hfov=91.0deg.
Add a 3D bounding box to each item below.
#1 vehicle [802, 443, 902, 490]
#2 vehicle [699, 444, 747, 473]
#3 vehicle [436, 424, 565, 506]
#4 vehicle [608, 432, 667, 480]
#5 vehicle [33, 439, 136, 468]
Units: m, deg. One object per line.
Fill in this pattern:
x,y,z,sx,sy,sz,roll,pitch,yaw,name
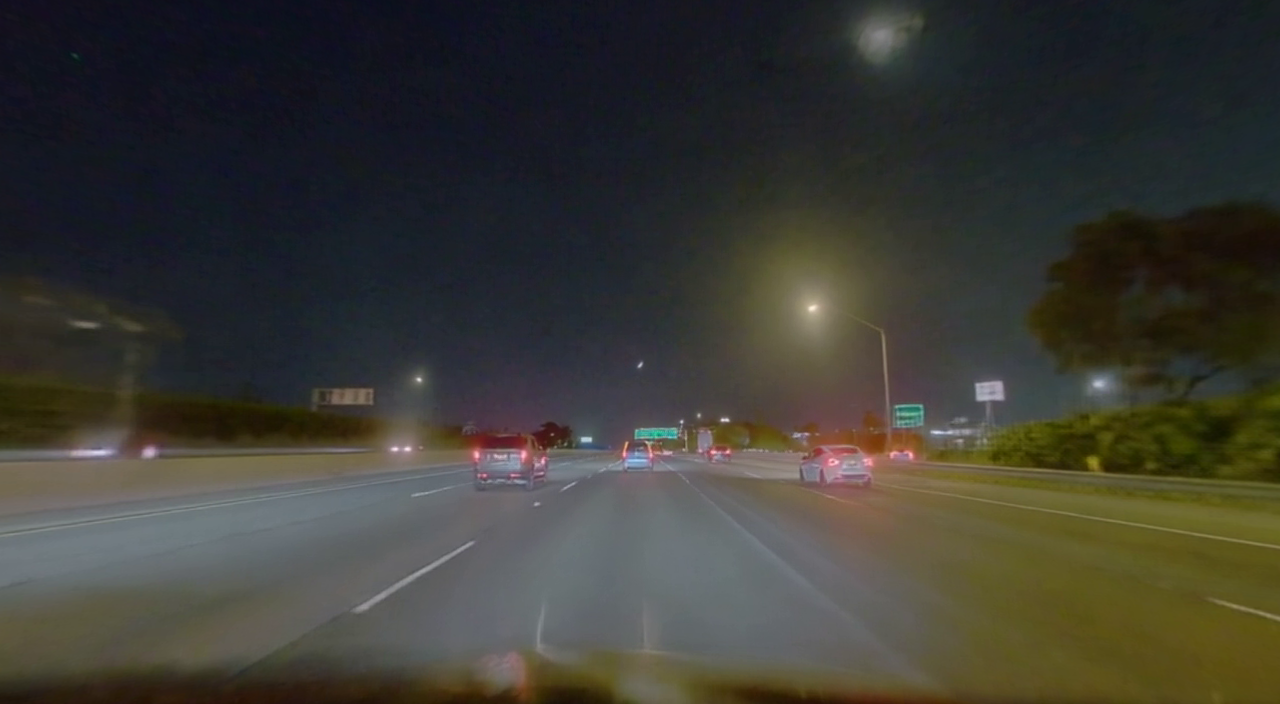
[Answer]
7.234,3.943,22.017,1.936,1.480,4.373,0,-9,0,vehicle
4.400,5.721,34.042,2.005,1.456,4.287,0,-9,0,vehicle
-3.281,2.771,15.809,2.142,1.759,4.297,0,-9,1,vehicle
-0.074,4.418,26.923,2.270,1.862,4.949,0,-9,1,vehicle
-33.688,6.157,38.365,1.934,1.644,4.487,-1,-9,4,vehicle
